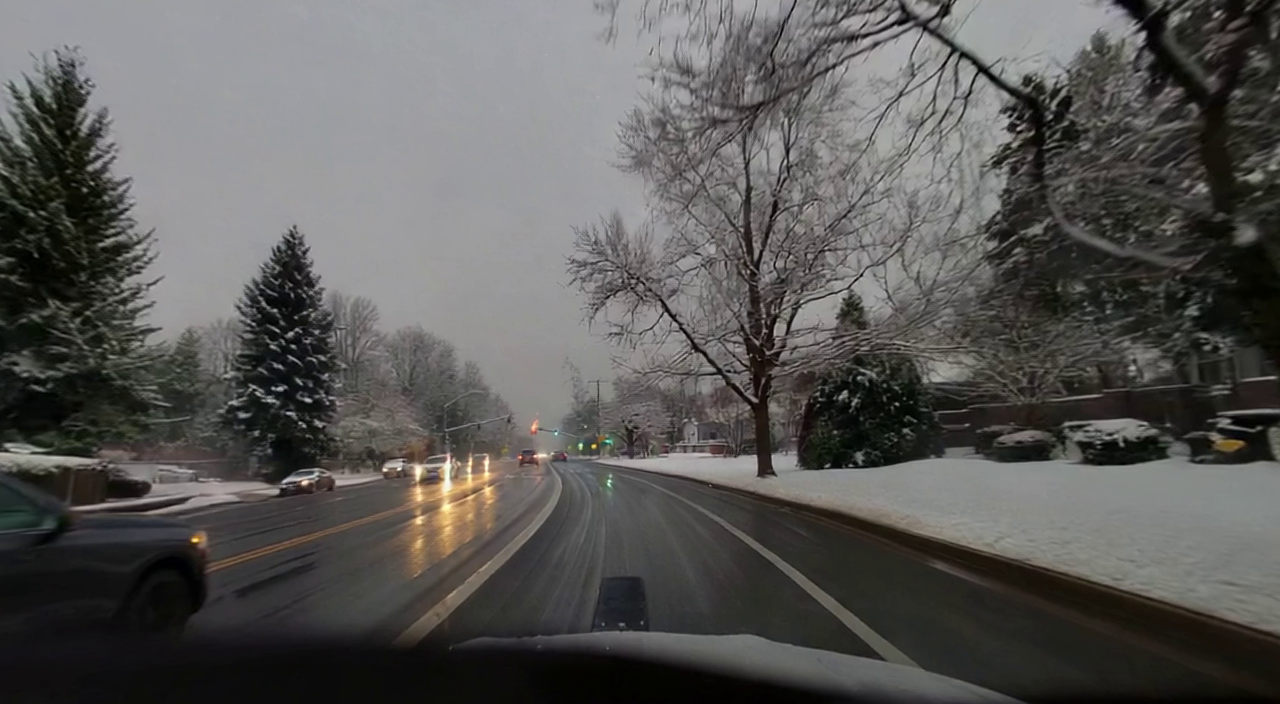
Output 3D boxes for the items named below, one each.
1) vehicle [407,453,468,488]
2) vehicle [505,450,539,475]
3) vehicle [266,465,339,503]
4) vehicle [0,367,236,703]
[{"bbox_3d":[-9.755,5.707,30.686,1.915,1.486,4.349,1,-9,-6],"label":"vehicle"},{"bbox_3d":[-7.864,7.355,42.329,2.060,1.530,4.121,1,-9,-8],"label":"vehicle"},{"bbox_3d":[-17.022,6.618,31.992,1.845,1.428,4.597,-4,-7,-10],"label":"vehicle"},{"bbox_3d":[-3.736,0.794,1.757,2.084,1.701,4.734,0,-8,-1],"label":"vehicle"}]
